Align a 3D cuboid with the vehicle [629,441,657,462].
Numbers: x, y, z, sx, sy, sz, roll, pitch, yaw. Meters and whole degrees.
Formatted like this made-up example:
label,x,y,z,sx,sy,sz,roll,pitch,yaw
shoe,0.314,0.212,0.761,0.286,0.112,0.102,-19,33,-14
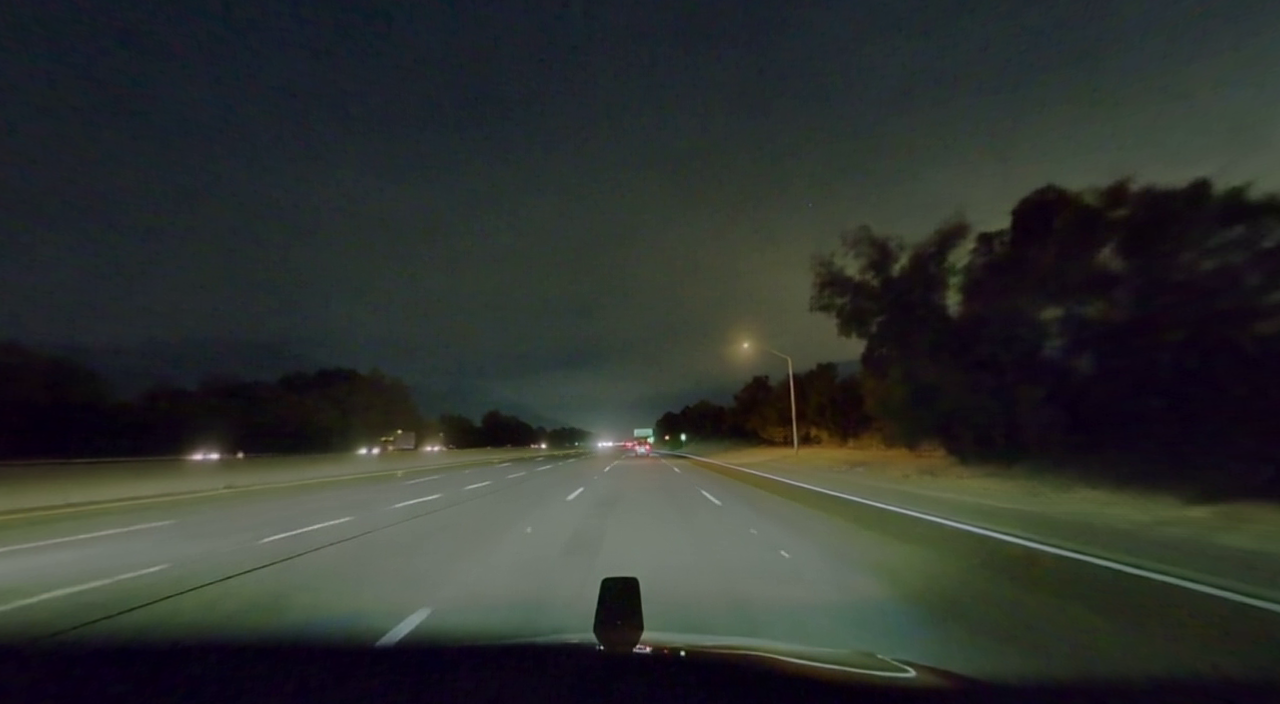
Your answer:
label,x,y,z,sx,sy,sz,roll,pitch,yaw
vehicle,0.189,7.481,47.741,2.021,1.528,4.154,0,-8,0
